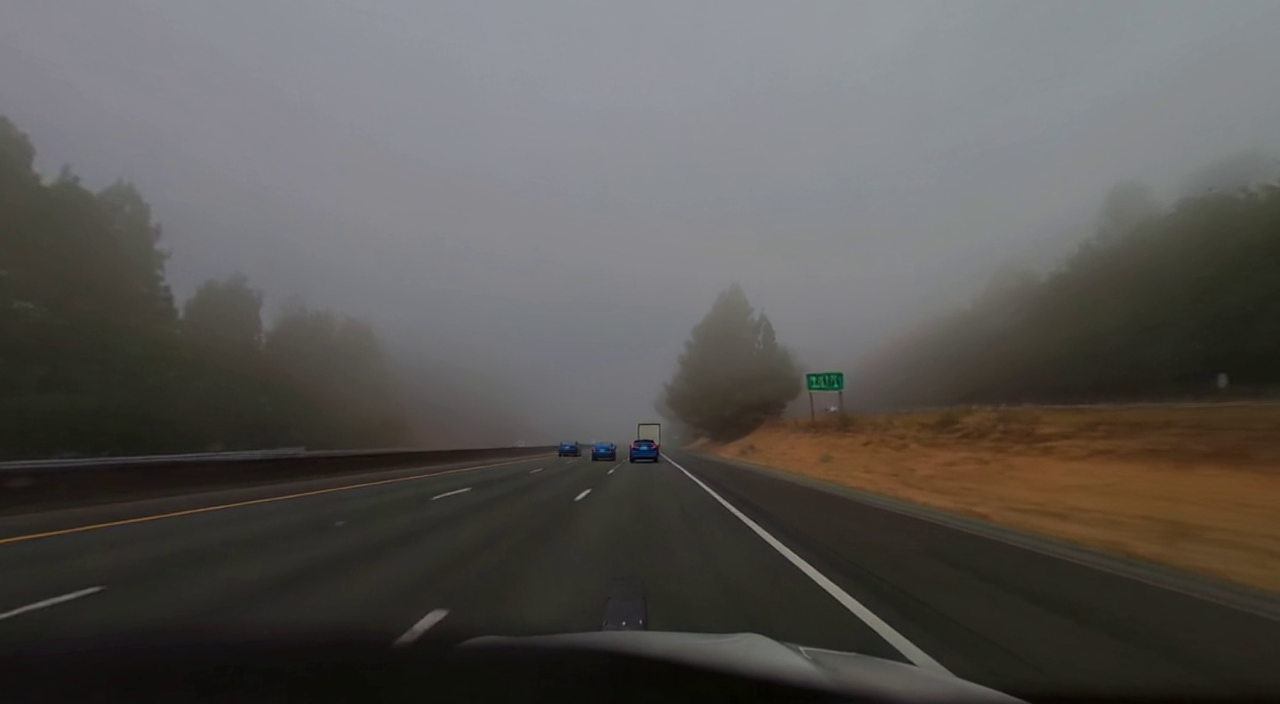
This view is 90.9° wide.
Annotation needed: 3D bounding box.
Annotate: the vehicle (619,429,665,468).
[{"bbox_3d":[0.133,5.221,34.145,2.309,1.915,5.130,-1,-8,1],"label":"vehicle"}]
